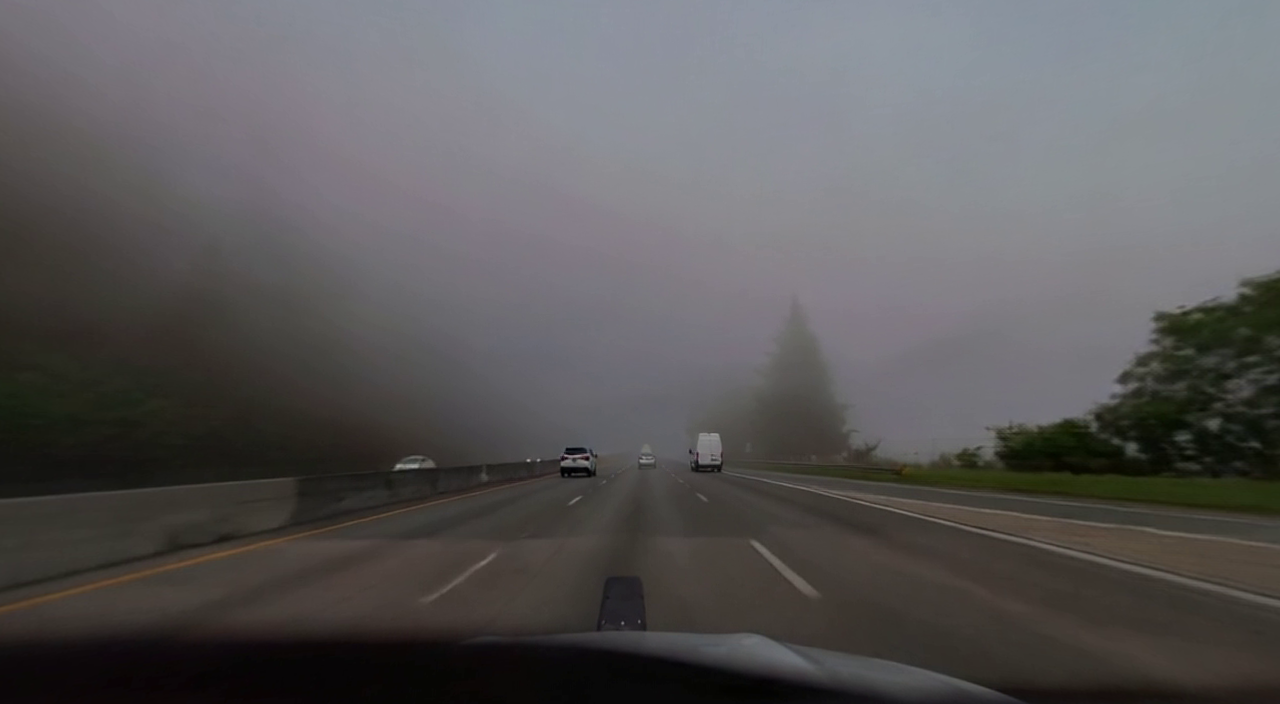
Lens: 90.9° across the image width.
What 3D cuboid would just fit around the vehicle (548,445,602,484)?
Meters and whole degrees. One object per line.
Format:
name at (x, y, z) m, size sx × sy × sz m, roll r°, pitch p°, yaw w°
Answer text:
vehicle at (-2.899, 5.137, 29.082) m, size 1.964 × 1.618 × 4.489 m, roll 0°, pitch -9°, yaw 1°

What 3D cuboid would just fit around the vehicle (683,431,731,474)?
vehicle at (4.288, 6.586, 41.241) m, size 2.469 × 2.591 × 5.653 m, roll 0°, pitch -9°, yaw 0°

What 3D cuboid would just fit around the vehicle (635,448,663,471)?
vehicle at (0.697, 8.402, 49.396) m, size 2.108 × 1.663 × 3.159 m, roll 0°, pitch -9°, yaw 1°
